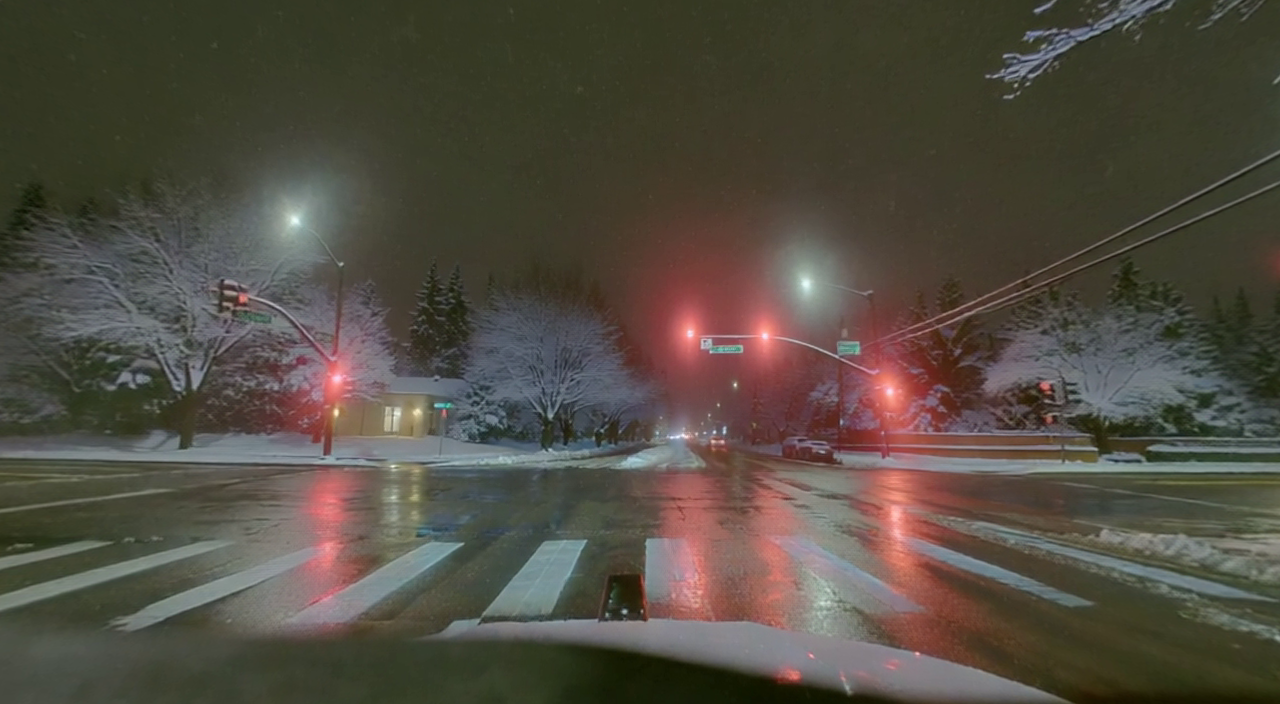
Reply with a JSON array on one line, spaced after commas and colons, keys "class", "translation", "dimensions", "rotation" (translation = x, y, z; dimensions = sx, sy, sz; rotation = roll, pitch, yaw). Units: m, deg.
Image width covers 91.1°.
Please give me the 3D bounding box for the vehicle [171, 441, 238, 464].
[{"class": "vehicle", "translation": [-29.124, 6.710, 42.074], "dimensions": [1.696, 1.431, 3.686], "rotation": [-1, -8, 3]}]
